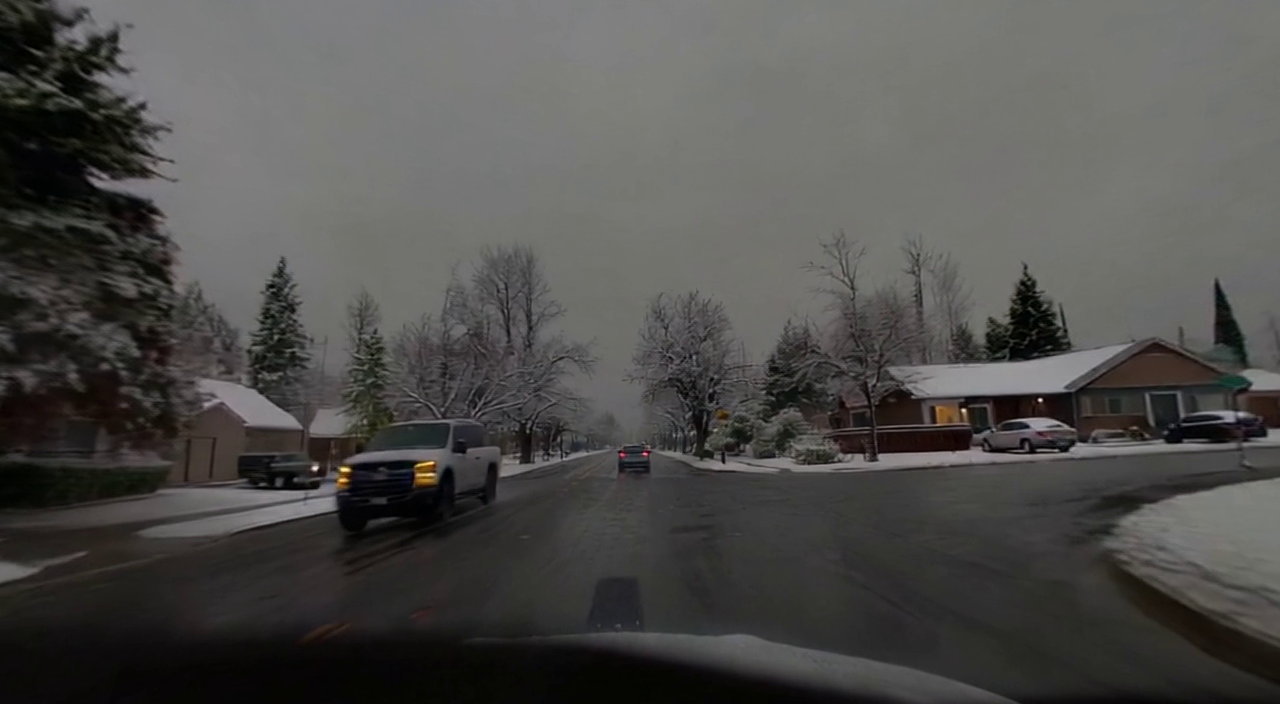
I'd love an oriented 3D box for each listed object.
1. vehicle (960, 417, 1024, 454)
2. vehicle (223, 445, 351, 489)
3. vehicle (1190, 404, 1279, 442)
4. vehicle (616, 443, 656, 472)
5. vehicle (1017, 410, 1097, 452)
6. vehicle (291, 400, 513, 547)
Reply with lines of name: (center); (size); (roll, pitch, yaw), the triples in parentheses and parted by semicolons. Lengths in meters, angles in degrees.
vehicle: (16.927, 4.004, 30.607); (1.979, 1.434, 4.607); (-7, -7, 21)
vehicle: (-14.948, 4.875, 26.908); (4.223, 1.753, 2.134); (-1, -8, 6)
vehicle: (25.381, 2.949, 26.742); (1.603, 1.430, 3.662); (-3, -5, 15)
vehicle: (-0.196, 5.796, 35.015); (2.098, 1.483, 4.099); (0, -8, 0)
vehicle: (19.520, 3.662, 29.815); (2.114, 1.677, 4.707); (-4, -5, 22)
vehicle: (-4.404, 2.342, 12.920); (2.451, 2.182, 5.485); (-4, -8, -1)
